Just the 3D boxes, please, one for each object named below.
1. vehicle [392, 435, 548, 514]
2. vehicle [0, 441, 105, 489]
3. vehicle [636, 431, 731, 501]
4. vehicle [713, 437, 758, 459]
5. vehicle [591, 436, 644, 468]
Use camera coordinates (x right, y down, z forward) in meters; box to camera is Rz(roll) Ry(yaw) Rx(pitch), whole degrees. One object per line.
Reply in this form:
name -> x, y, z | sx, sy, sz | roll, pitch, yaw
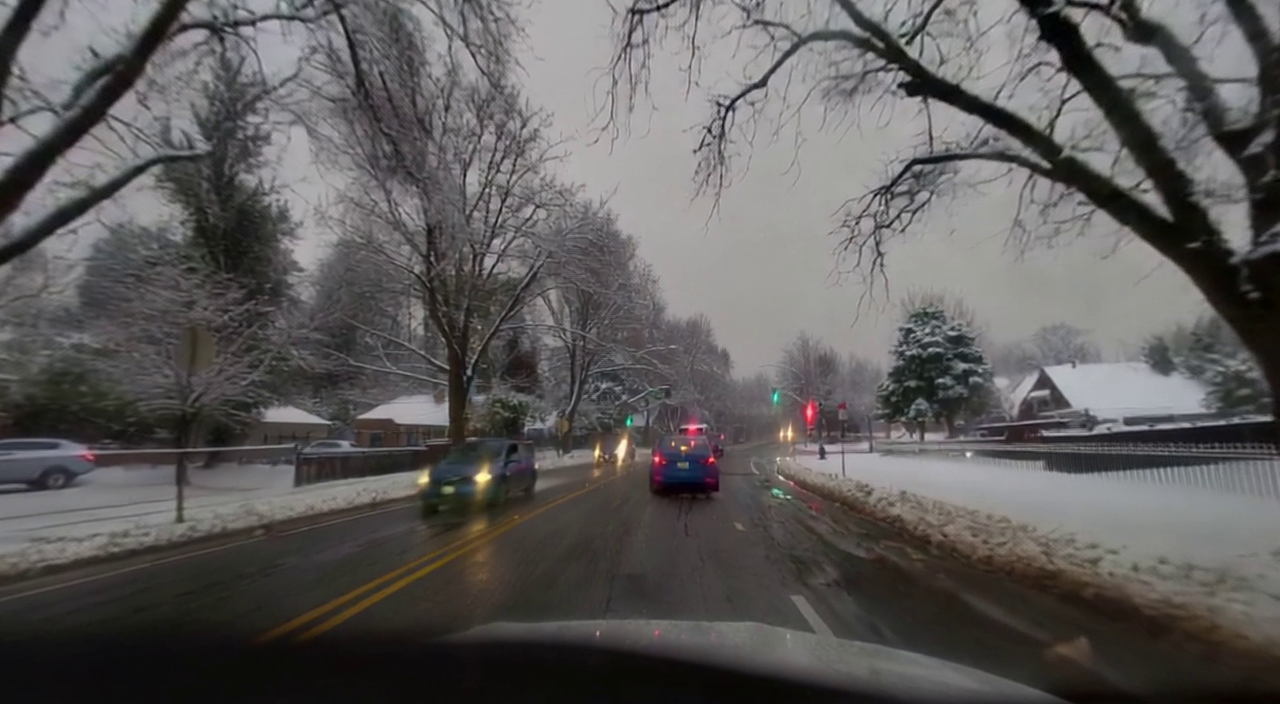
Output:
vehicle -> -3.592, 2.676, 14.333 | 1.961, 1.498, 4.401 | -1, -8, 5
vehicle -> -20.142, 3.564, 20.079 | 1.937, 1.450, 4.422 | -1, -8, 9
vehicle -> 1.060, 2.818, 15.932 | 2.070, 1.516, 3.936 | 0, -8, 3
vehicle -> 7.542, 7.502, 49.300 | 1.988, 1.601, 4.353 | -5, -10, 30
vehicle -> -1.196, 5.729, 36.159 | 2.082, 1.682, 4.623 | -1, -9, 11
